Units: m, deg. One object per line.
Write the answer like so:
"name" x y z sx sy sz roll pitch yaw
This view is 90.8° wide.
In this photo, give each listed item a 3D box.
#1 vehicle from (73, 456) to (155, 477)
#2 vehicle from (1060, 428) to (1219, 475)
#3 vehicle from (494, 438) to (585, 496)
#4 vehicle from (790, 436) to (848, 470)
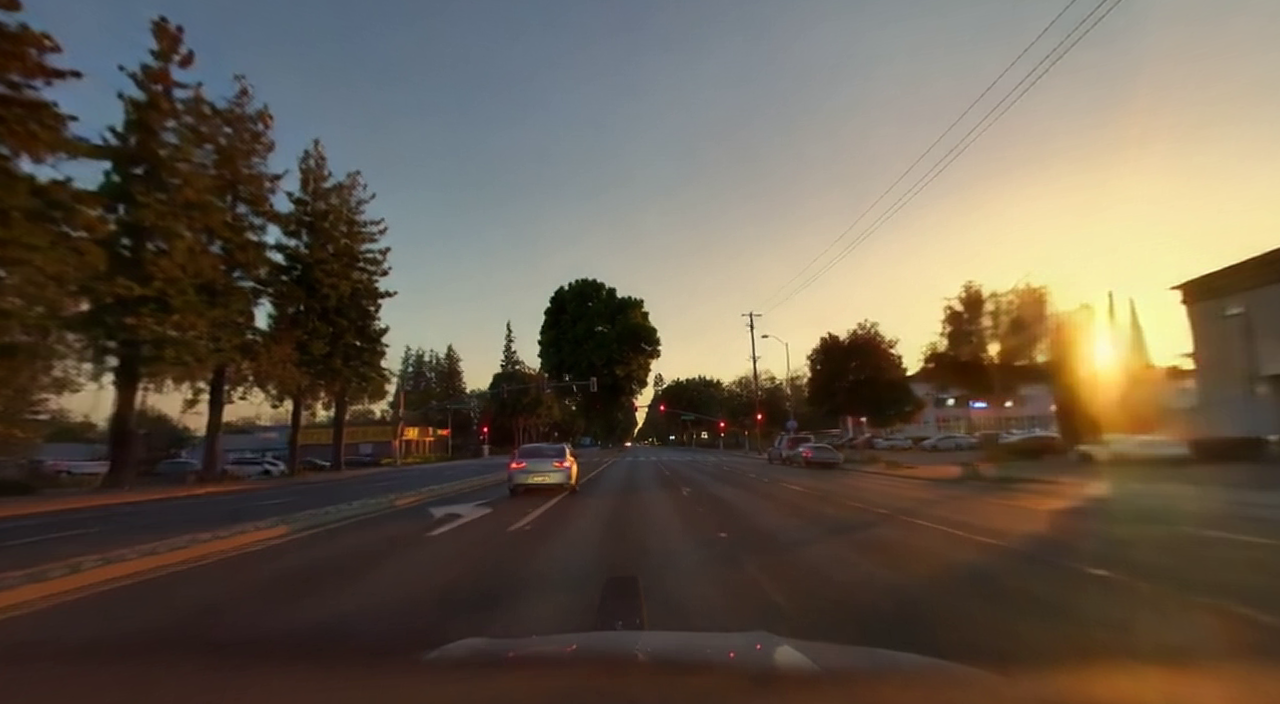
"vehicle" -41.320 8.947 49.704 1.902 1.475 4.635 -8 -11 43
"vehicle" 19.941 3.982 25.476 4.729 1.706 1.922 -6 -10 37
"vehicle" -2.781 3.273 18.364 2.185 1.473 3.925 0 -8 -3
"vehicle" 10.298 5.830 36.724 1.998 1.862 4.658 0 -8 0
